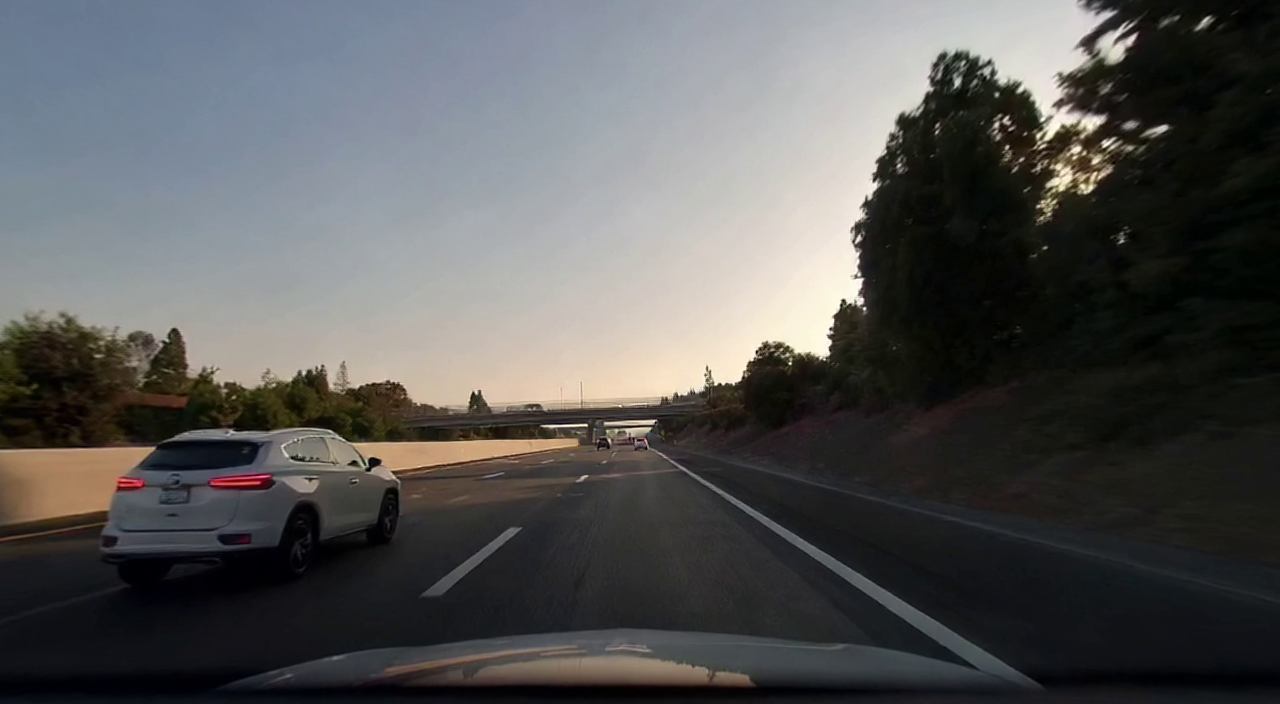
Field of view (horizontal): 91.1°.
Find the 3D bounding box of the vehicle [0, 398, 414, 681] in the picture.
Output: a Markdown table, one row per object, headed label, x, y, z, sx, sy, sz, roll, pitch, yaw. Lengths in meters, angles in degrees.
| label | x | y | z | sx | sy | sz | roll | pitch | yaw |
| --- | --- | --- | --- | --- | --- | --- | --- | --- | --- |
| vehicle | -3.889 | 1.353 | 5.786 | 2.039 | 1.589 | 4.324 | 0 | -8 | 0 |
